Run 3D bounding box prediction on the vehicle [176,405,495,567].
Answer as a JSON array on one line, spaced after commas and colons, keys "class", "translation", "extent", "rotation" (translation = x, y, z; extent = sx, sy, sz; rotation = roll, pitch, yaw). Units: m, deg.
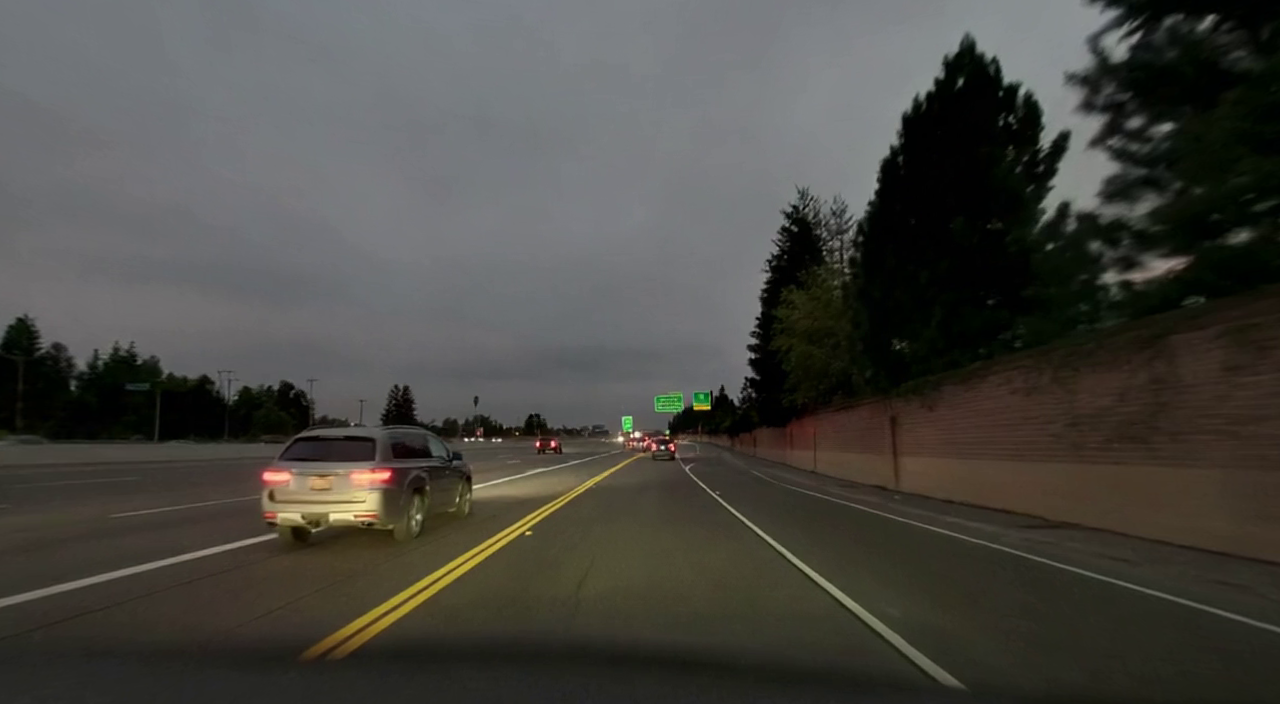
[{"class": "vehicle", "translation": [-3.799, 1.777, 9.141], "extent": [2.151, 1.707, 4.759], "rotation": [0, -8, 1]}]
